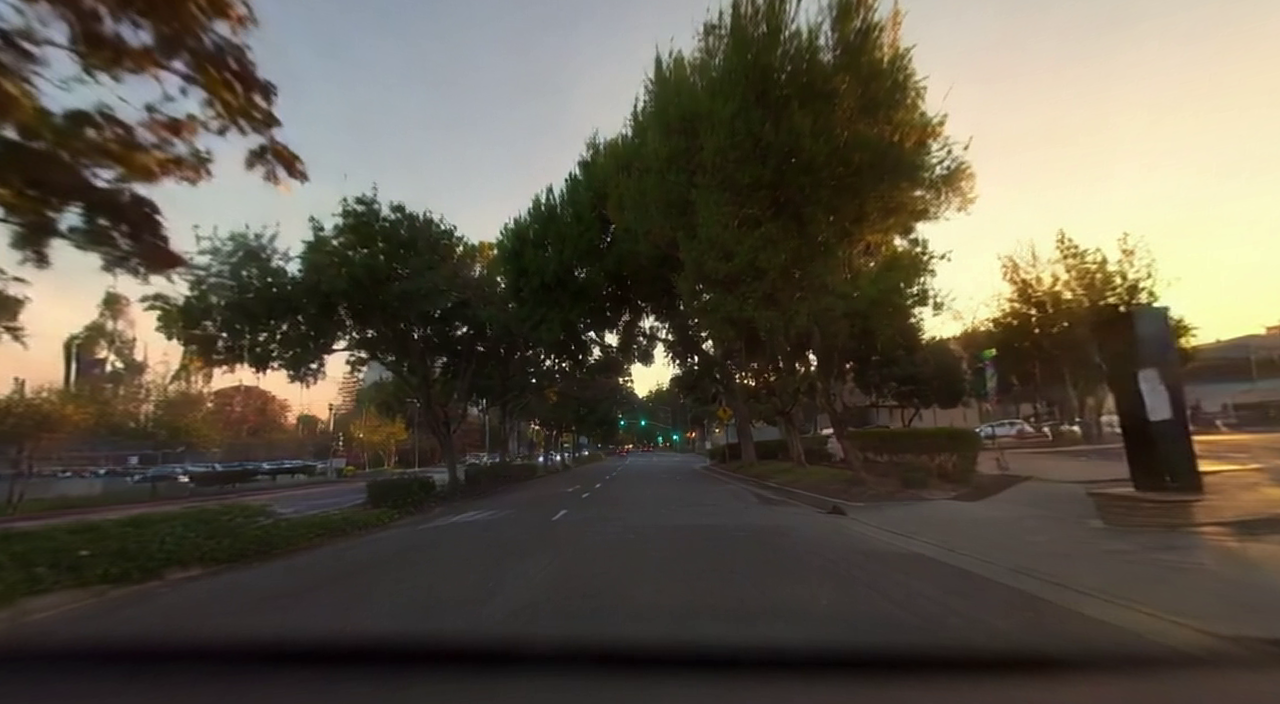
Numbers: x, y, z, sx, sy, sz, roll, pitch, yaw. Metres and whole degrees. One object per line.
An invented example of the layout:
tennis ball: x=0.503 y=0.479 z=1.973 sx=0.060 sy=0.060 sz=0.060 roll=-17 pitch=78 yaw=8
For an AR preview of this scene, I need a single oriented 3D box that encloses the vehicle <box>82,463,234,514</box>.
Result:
vehicle: x=-17.412 y=4.900 z=23.040 sx=1.861 sy=1.541 sz=4.530 roll=0 pitch=-9 yaw=2
